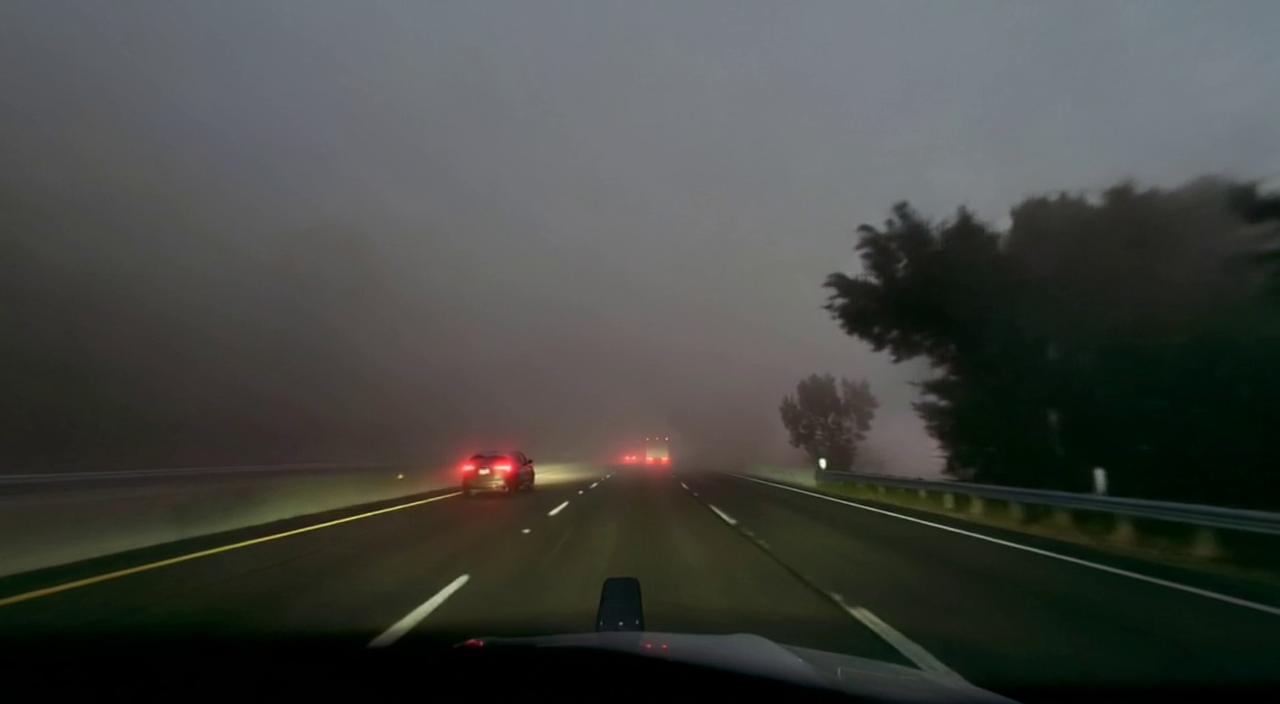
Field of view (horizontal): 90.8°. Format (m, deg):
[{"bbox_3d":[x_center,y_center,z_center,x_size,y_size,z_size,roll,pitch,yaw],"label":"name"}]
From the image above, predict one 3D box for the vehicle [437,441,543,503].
[{"bbox_3d":[-4.203,3.431,18.407,2.035,1.595,4.022,0,-9,1],"label":"vehicle"}]
